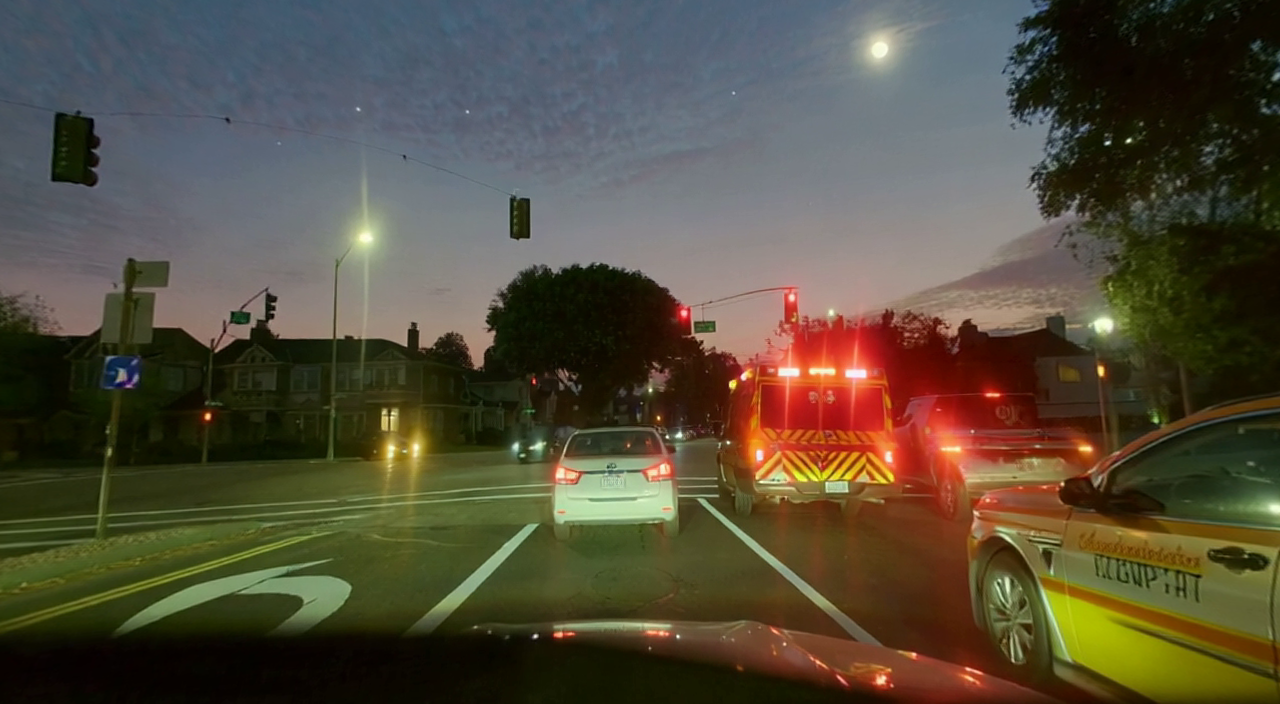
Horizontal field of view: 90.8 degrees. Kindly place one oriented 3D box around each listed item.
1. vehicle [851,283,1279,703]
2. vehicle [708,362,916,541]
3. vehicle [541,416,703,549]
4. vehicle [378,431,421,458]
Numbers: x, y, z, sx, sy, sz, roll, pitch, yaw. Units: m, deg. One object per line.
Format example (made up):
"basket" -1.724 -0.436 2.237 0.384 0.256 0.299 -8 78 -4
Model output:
"vehicle" 2.852 0.894 2.854 2.194 1.820 4.652 0 -8 0
"vehicle" 2.891 1.884 12.368 2.406 2.687 5.521 0 -8 -1
"vehicle" -0.268 1.977 10.189 2.114 1.707 3.725 0 -8 -1
"vehicle" -17.733 6.877 46.875 2.246 1.880 4.454 1 -8 -12
